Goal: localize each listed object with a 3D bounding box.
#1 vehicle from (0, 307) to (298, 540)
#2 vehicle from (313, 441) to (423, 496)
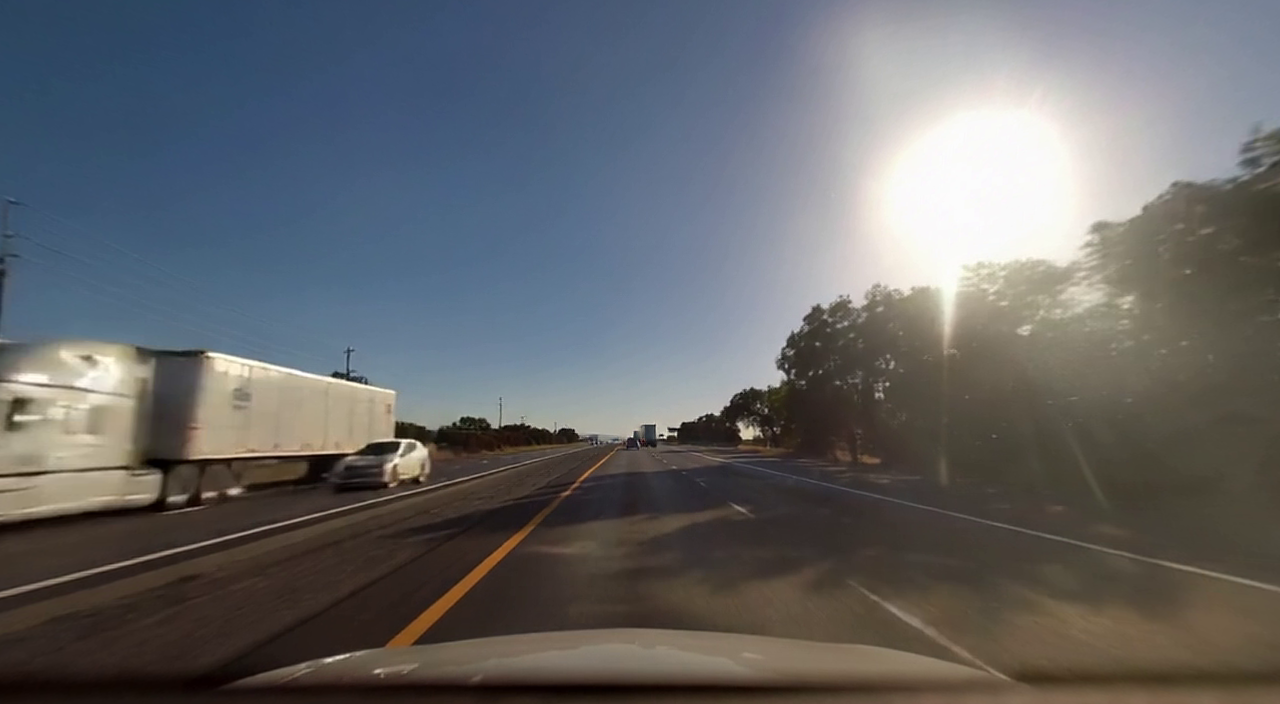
[{"bbox_3d":[-12.574,1.824,15.227,2.979,3.983,10.131,0,-8,-1],"label":"vehicle"},{"bbox_3d":[-8.291,3.542,19.573,1.821,1.492,3.746,0,-8,-1],"label":"vehicle"}]
